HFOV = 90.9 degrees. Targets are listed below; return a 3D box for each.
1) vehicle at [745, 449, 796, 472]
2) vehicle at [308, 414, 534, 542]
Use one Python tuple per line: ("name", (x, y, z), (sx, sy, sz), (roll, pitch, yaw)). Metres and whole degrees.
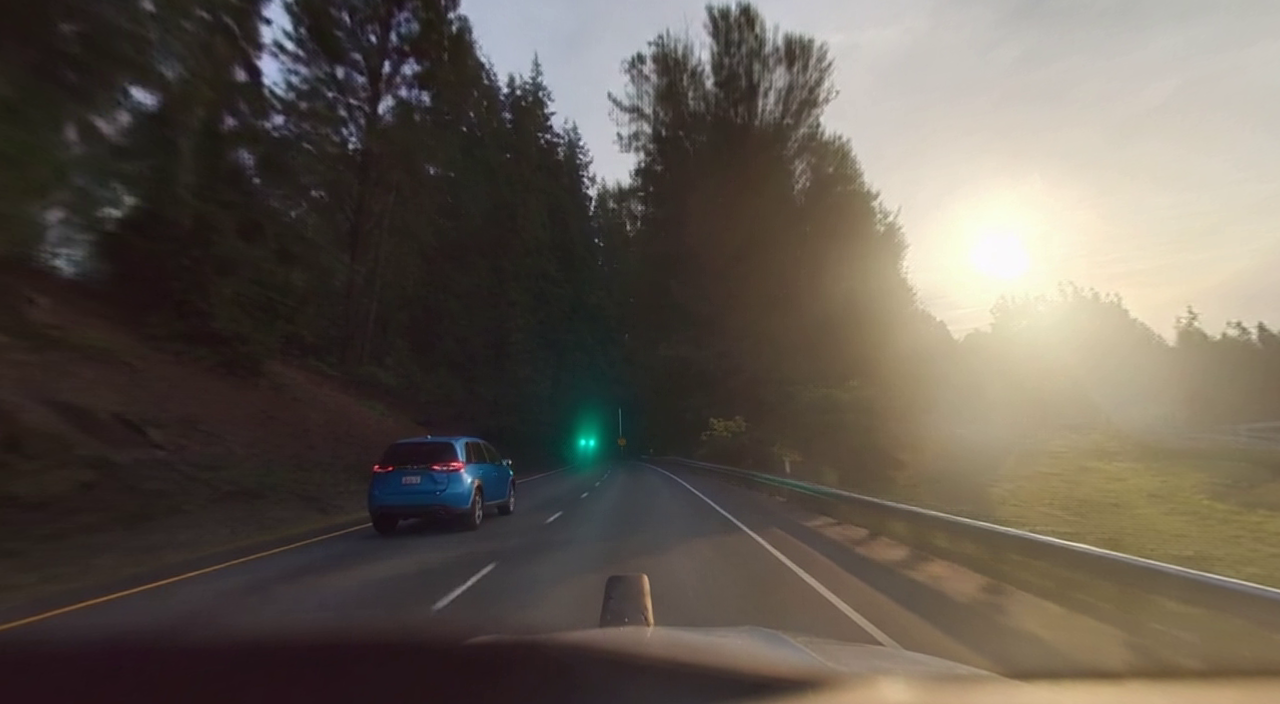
("vehicle", (8.926, 7.431, 43.235), (1.606, 1.438, 3.446), (2, -10, -25))
("vehicle", (-3.637, 2.224, 11.792), (2.336, 1.857, 4.986), (0, -9, 1))
